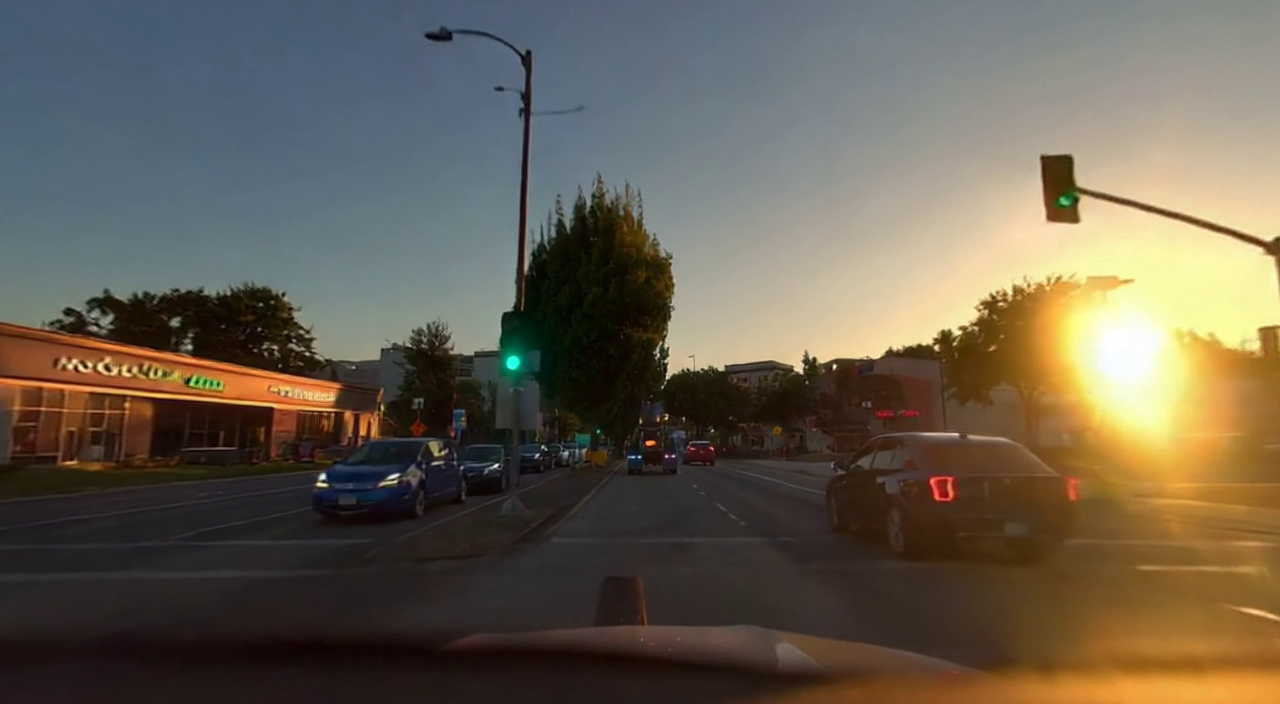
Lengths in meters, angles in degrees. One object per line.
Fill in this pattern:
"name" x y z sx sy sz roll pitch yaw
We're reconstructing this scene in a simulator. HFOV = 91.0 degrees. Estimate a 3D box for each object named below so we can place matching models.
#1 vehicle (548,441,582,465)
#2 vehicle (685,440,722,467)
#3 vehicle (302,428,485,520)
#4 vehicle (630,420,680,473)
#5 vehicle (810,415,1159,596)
"vehicle" -5.100 6.898 43.157 1.922 1.506 4.302 0 -8 -1
"vehicle" 4.239 6.840 42.592 2.025 1.754 4.311 0 -8 -1
"vehicle" -4.635 2.352 12.687 2.001 1.518 4.316 0 -8 -1
"vehicle" 0.787 5.283 35.520 2.566 2.705 6.350 0 -8 0
"vehicle" 3.665 1.683 7.743 2.025 1.618 3.949 0 -8 0
